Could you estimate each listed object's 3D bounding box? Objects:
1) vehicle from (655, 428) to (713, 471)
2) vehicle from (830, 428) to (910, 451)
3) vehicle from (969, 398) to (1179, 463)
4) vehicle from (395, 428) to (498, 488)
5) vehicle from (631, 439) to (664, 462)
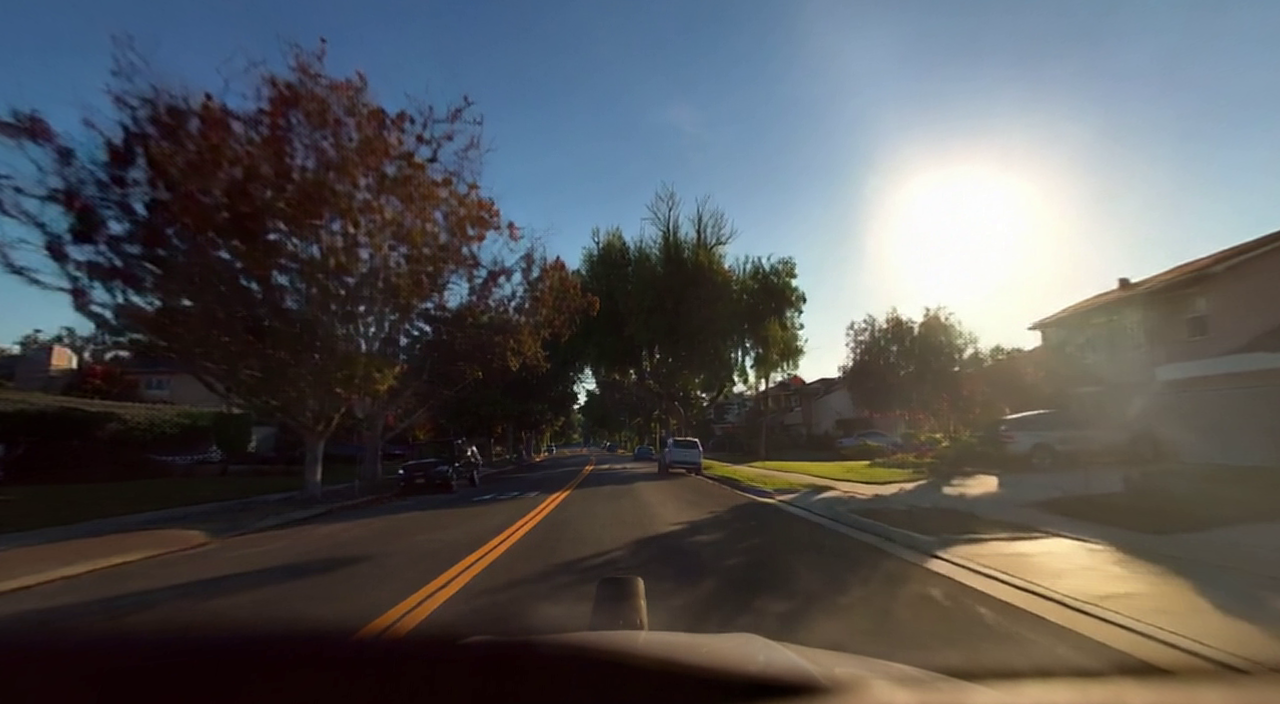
[{"bbox_3d":[1.831,4.243,27.821,2.007,1.702,4.430,-1,-8,-3],"label":"vehicle"},{"bbox_3d":[15.160,5.768,41.818,4.560,1.350,1.882,-2,-7,1],"label":"vehicle"},{"bbox_3d":[13.269,2.449,19.592,4.938,1.830,2.024,-1,-8,0],"label":"vehicle"},{"bbox_3d":[-6.682,3.764,22.563,2.102,1.801,5.574,-1,-9,-2],"label":"vehicle"},{"bbox_3d":[0.503,7.308,47.056,1.988,1.618,4.567,0,-8,-5],"label":"vehicle"}]
